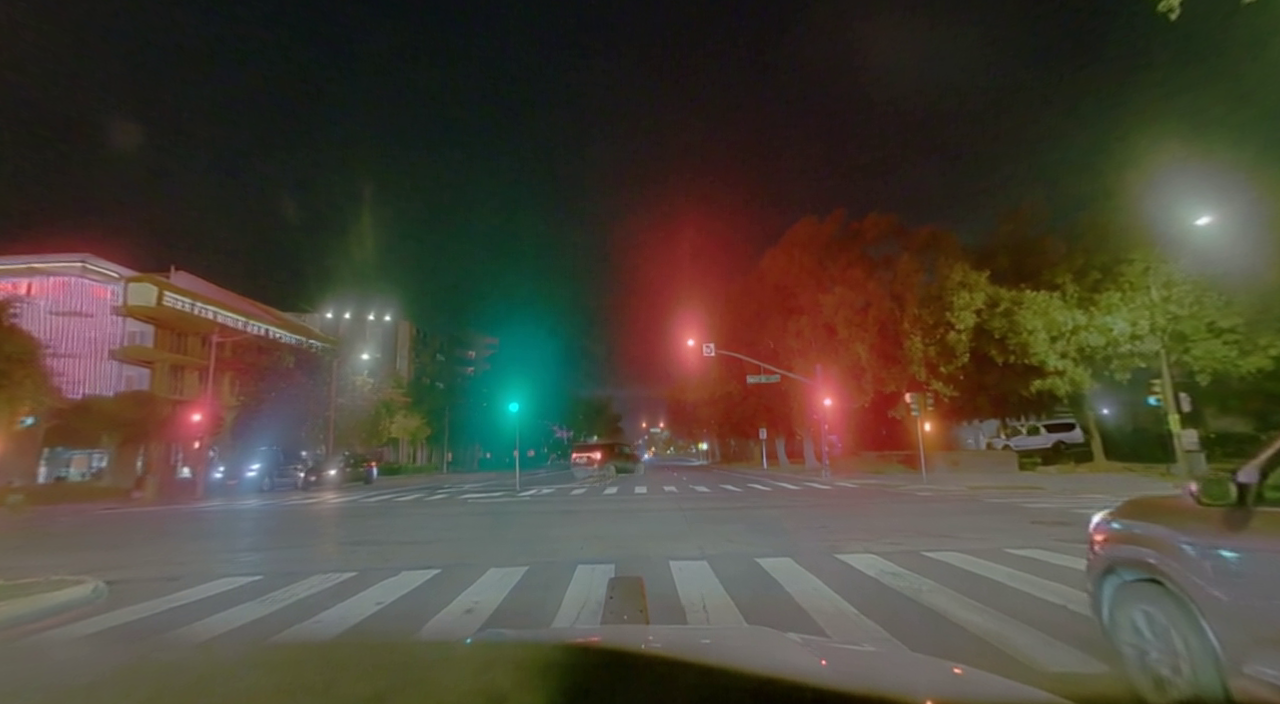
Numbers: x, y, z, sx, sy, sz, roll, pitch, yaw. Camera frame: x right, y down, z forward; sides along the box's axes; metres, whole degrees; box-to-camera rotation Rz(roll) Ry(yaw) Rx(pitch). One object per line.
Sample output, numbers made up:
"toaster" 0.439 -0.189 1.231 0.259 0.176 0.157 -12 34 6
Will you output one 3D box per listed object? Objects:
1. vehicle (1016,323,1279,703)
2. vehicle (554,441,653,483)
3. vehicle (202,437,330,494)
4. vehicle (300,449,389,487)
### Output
"vehicle" 3.649 0.707 2.002 2.301 1.767 4.289 0 -8 1
"vehicle" -1.473 4.695 27.271 2.153 1.658 4.569 -5 -10 29
"vehicle" -18.656 5.645 31.963 2.557 2.580 5.856 -1 -8 4
"vehicle" -14.892 5.834 32.100 2.169 1.753 4.640 0 -8 1
